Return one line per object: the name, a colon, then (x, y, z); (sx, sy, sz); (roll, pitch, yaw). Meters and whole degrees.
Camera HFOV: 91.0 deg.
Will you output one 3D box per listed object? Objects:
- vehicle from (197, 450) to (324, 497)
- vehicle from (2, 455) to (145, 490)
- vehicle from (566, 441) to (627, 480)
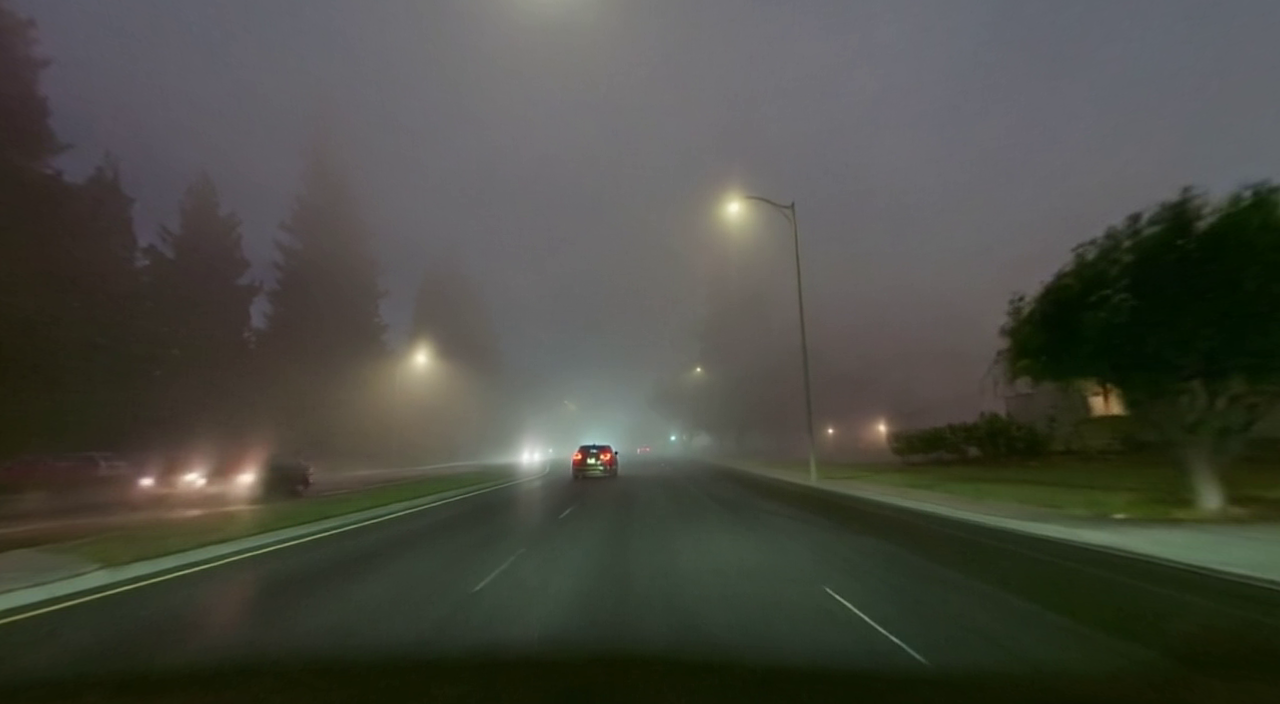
vehicle: (-13.643, 4.356, 23.012); (1.939, 1.537, 4.269); (0, -9, 0)
vehicle: (-26.401, 5.615, 29.487); (4.586, 1.492, 1.884); (1, -9, -7)
vehicle: (-1.787, 4.685, 27.400); (2.106, 1.517, 4.375); (0, -9, 3)
